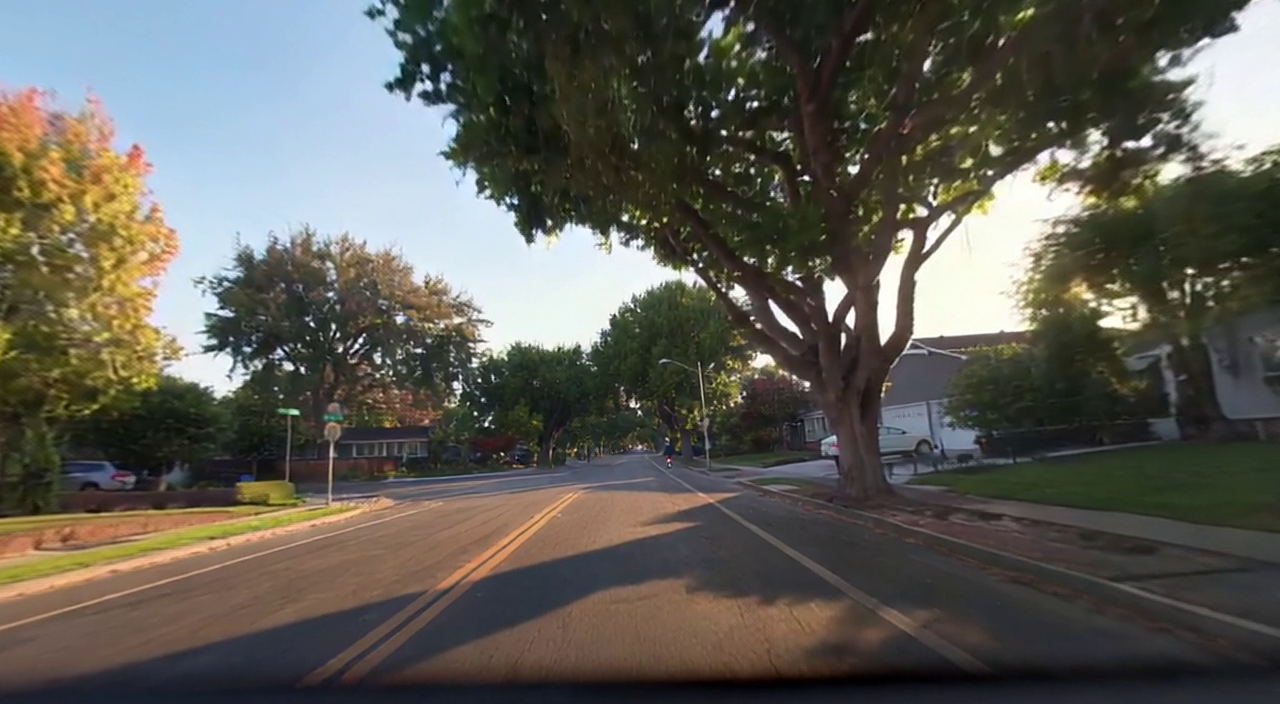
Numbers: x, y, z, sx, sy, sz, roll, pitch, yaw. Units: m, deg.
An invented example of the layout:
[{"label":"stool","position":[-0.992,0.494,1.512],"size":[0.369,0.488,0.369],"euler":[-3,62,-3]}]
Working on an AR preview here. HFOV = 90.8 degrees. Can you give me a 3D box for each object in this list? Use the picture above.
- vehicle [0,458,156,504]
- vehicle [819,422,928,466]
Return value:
[{"label":"vehicle","position":[-21.567,4.836,24.104],"size":[1.852,1.462,4.585],"euler":[-3,-9,18]},{"label":"vehicle","position":[10.331,4.111,28.229],"size":[4.146,1.866,1.897],"euler":[-1,-9,5]}]
